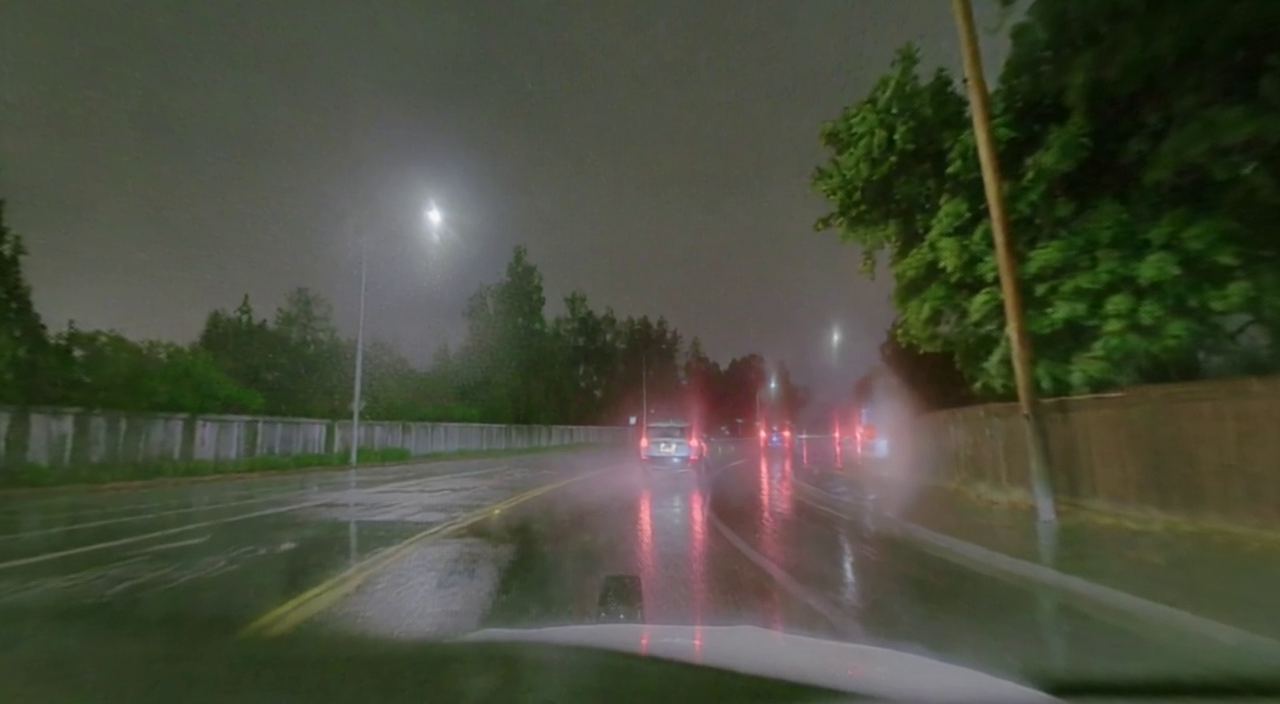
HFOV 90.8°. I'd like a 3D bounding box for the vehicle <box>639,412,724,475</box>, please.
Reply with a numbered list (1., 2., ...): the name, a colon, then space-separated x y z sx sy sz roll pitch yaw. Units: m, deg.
1. vehicle: 1.504 2.983 20.916 2.230 1.827 4.580 -1 -8 11
